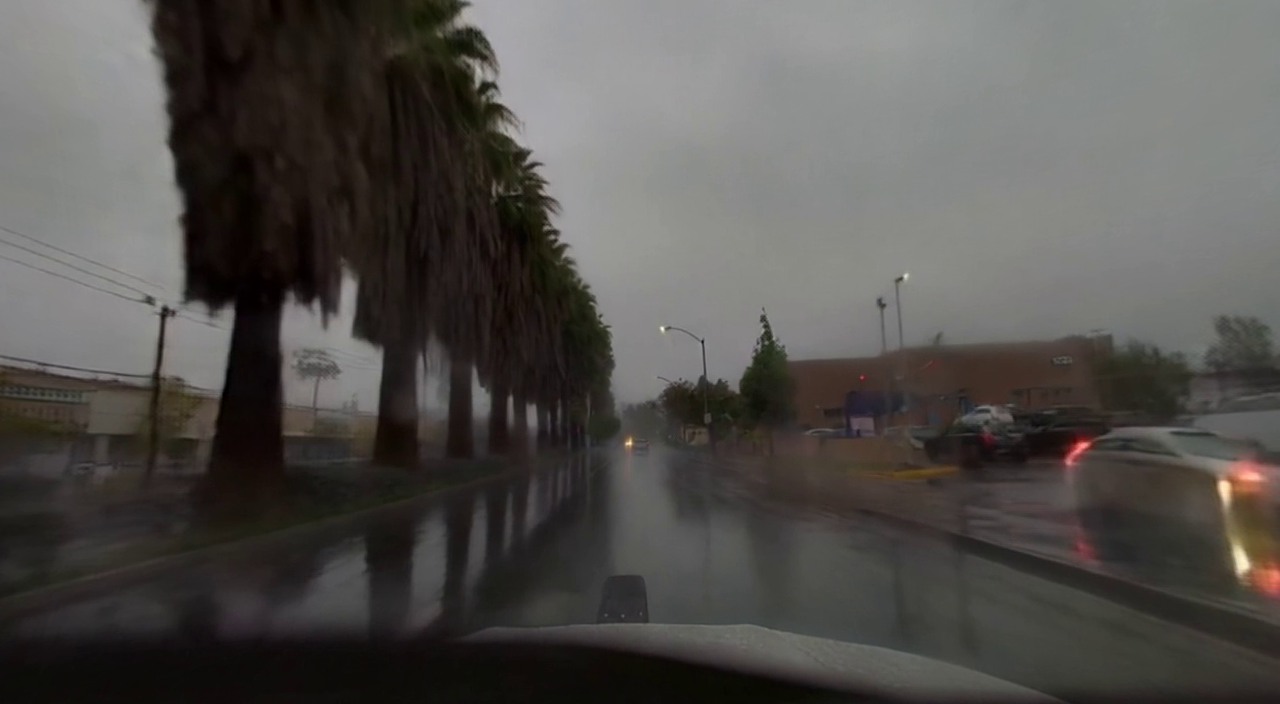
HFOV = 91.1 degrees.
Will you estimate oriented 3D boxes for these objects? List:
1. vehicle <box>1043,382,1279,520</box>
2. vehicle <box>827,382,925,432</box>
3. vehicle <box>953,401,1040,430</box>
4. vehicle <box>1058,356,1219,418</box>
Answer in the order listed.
[{"bbox_3d":[9.362,1.962,11.236,1.917,1.876,4.629,-6,-15,12],"label":"vehicle"},{"bbox_3d":[11.511,2.774,30.442,5.186,2.000,2.226,9,-12,-41],"label":"vehicle"},{"bbox_3d":[23.486,4.232,41.516,4.630,1.473,1.702,-6,-12,17],"label":"vehicle"},{"bbox_3d":[22.235,1.694,28.177,5.257,1.921,2.104,-13,-15,42],"label":"vehicle"}]
